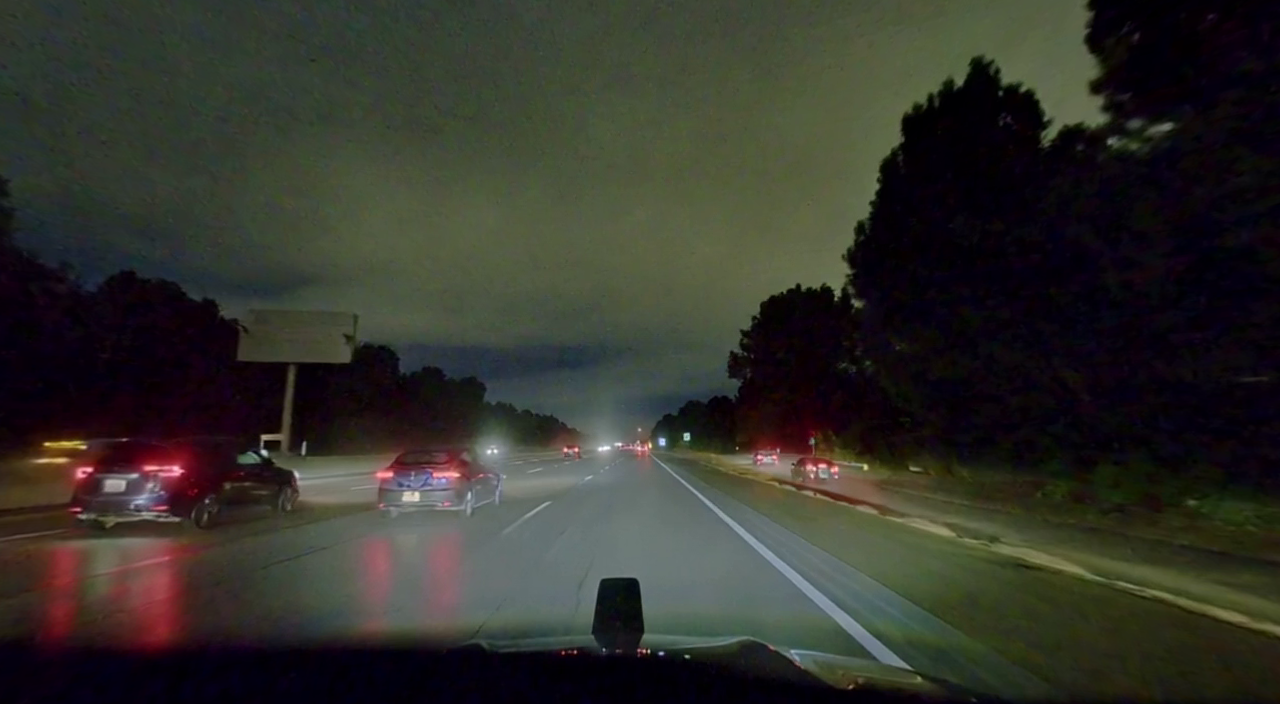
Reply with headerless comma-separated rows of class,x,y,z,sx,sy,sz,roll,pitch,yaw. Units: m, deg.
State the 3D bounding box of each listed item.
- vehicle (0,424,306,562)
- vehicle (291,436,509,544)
vehicle,-7.259,1.984,9.590,2.007,1.616,4.141,0,-9,1
vehicle,-4.010,2.381,11.600,2.104,1.558,4.639,0,-9,1
